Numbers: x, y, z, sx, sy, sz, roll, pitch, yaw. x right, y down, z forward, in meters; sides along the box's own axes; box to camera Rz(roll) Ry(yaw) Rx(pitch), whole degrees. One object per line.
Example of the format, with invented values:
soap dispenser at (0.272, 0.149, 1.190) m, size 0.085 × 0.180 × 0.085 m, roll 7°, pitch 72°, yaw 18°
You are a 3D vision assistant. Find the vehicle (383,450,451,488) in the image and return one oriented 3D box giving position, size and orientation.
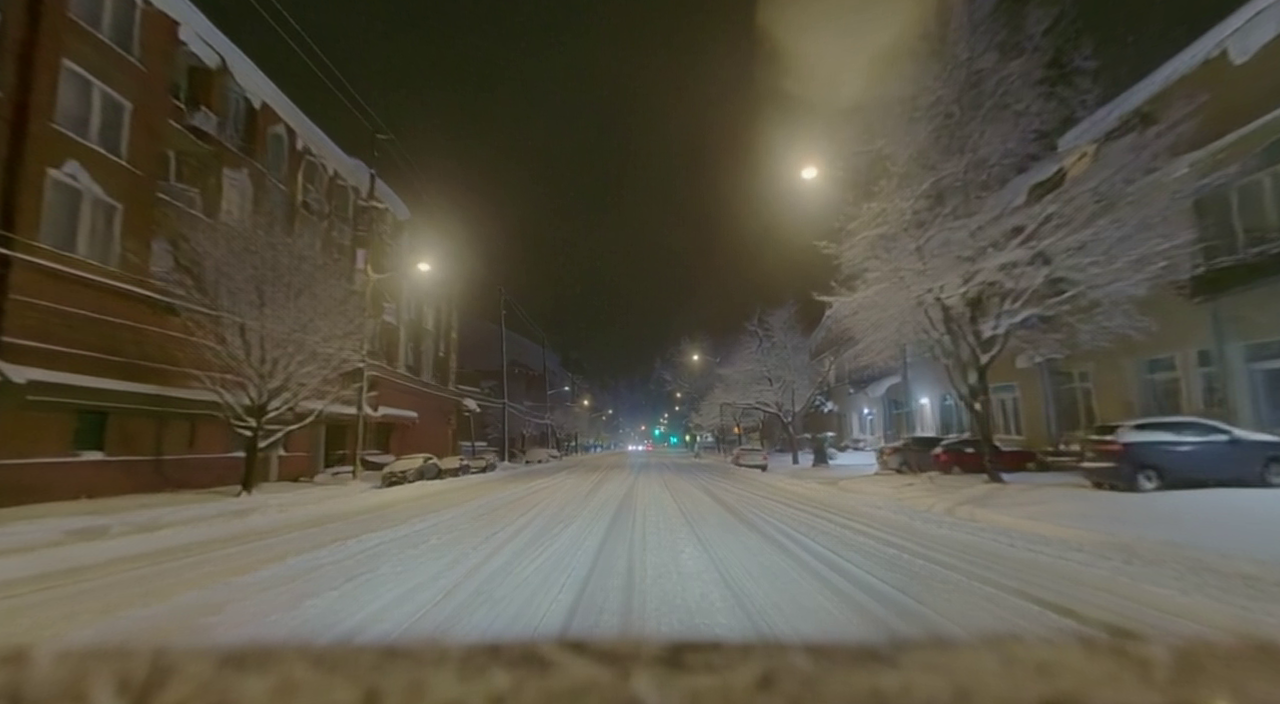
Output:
vehicle at (-11.821, 6.204, 33.591) m, size 1.979 × 1.759 × 4.435 m, roll -4°, pitch -9°, yaw 1°

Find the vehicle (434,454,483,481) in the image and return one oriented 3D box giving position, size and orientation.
vehicle at (-11.696, 7.431, 40.639) m, size 1.876 × 1.502 × 4.506 m, roll -3°, pitch -9°, yaw -1°

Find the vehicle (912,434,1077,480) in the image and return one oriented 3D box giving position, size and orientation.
vehicle at (13.059, 3.899, 23.410) m, size 4.833 × 1.554 × 2.085 m, roll -1°, pitch -9°, yaw 2°

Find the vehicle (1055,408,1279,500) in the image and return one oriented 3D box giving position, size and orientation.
vehicle at (13.031, 2.364, 14.670) m, size 5.015 × 1.934 × 2.150 m, roll -1°, pitch -9°, yaw 3°

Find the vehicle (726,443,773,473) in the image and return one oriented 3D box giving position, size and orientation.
vehicle at (6.826, 6.654, 39.630) m, size 2.078 × 1.766 × 5.474 m, roll 0°, pitch -9°, yaw 1°
